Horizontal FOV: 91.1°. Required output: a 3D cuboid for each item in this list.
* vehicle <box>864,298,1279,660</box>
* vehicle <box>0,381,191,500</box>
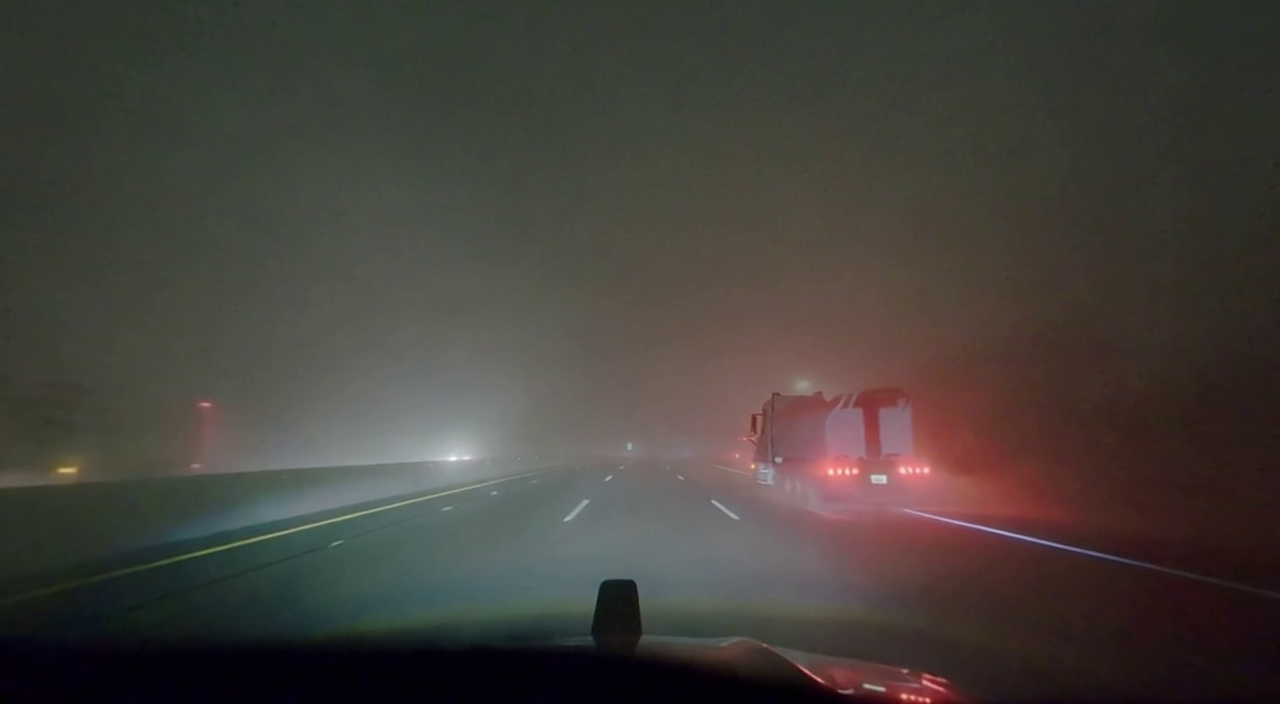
[{"bbox_3d":[4.263,1.151,6.470,2.215,2.461,4.234,0,-9,-1],"label":"vehicle"},{"bbox_3d":[-23.552,3.364,23.572,3.117,4.032,13.956,0,-9,0],"label":"vehicle"}]
